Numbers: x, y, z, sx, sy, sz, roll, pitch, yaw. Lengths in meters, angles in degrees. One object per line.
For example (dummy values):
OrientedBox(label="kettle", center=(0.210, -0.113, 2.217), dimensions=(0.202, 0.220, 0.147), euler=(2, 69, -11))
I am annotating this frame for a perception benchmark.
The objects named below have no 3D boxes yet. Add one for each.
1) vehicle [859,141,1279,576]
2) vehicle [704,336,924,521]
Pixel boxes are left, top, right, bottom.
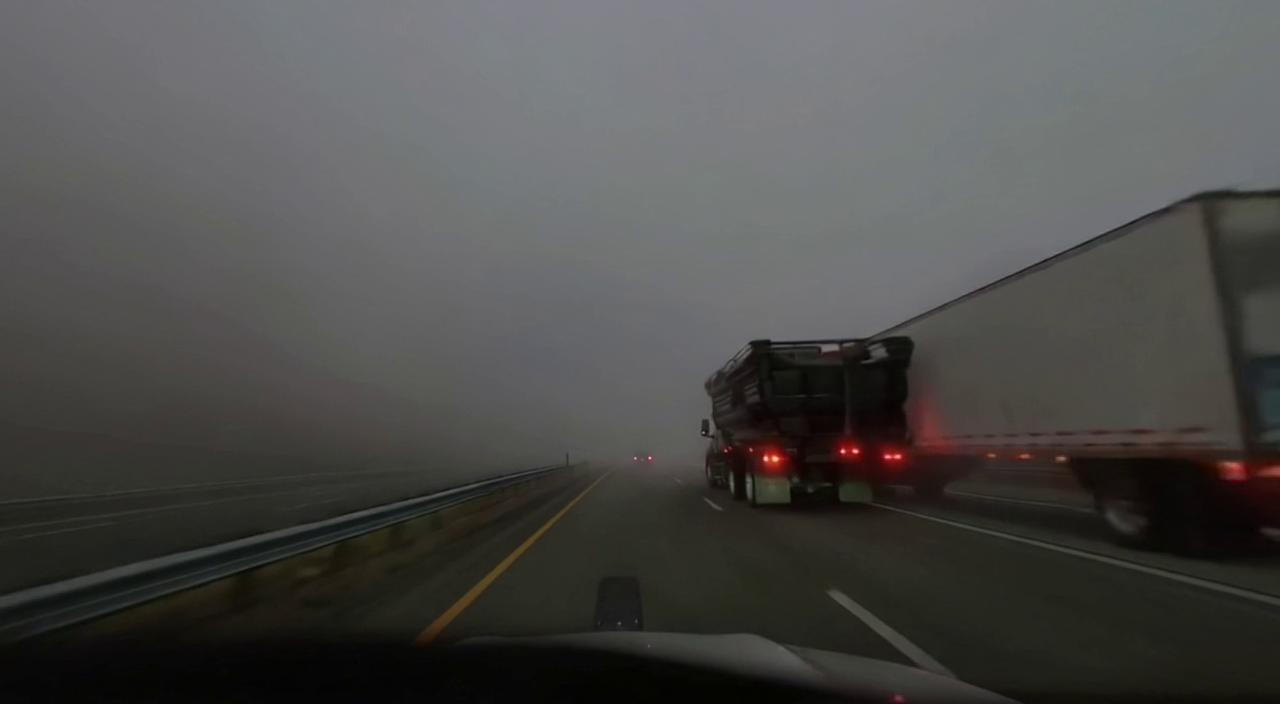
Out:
OrientedBox(label="vehicle", center=(7.922, 0.826, 11.441), dimensions=(3.268, 4.172, 12.771), euler=(-1, -8, 1))
OrientedBox(label="vehicle", center=(3.515, 1.945, 15.203), dimensions=(2.859, 3.332, 7.735), euler=(0, -9, -2))
